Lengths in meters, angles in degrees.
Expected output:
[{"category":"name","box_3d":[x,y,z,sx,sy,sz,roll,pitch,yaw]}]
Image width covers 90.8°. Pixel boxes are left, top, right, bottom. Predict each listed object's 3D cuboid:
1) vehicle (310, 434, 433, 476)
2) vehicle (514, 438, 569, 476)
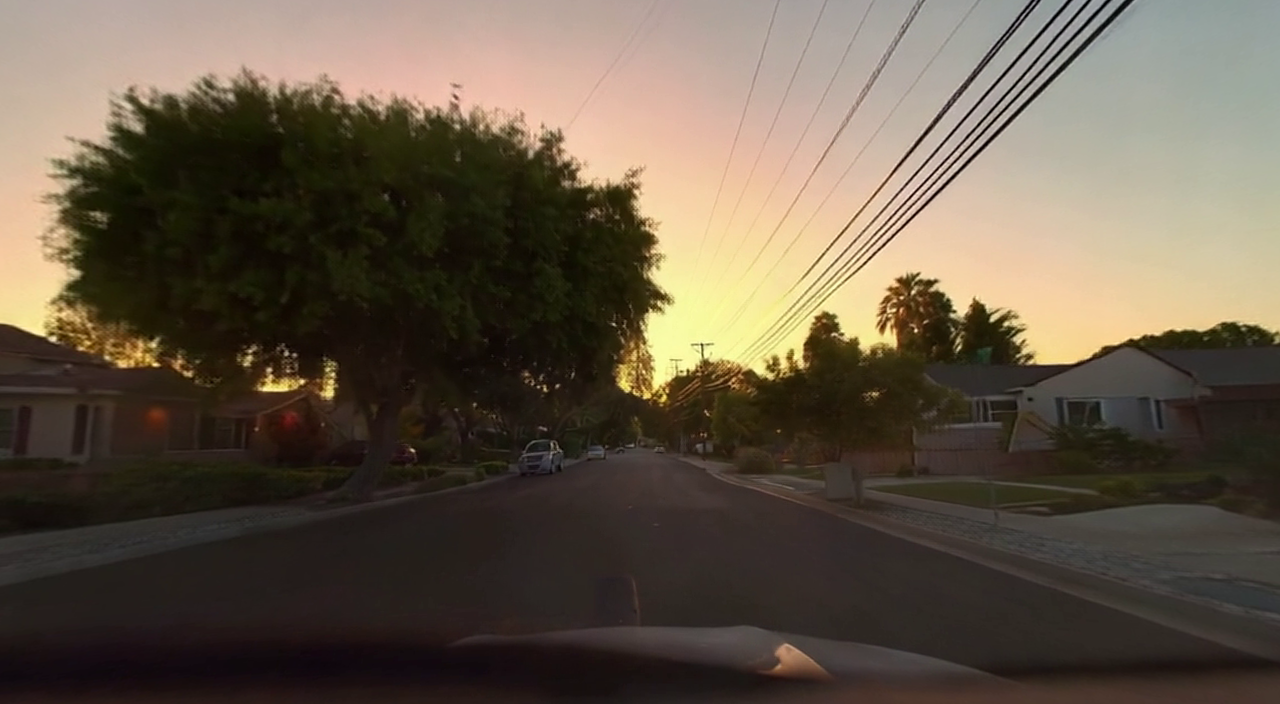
[{"category":"vehicle","box_3d":[-13.072,5.039,30.988,5.033,1.997,2.126,0,-9,0]},{"category":"vehicle","box_3d":[-6.258,6.801,40.875,2.739,2.164,6.065,-1,-9,-1]}]
